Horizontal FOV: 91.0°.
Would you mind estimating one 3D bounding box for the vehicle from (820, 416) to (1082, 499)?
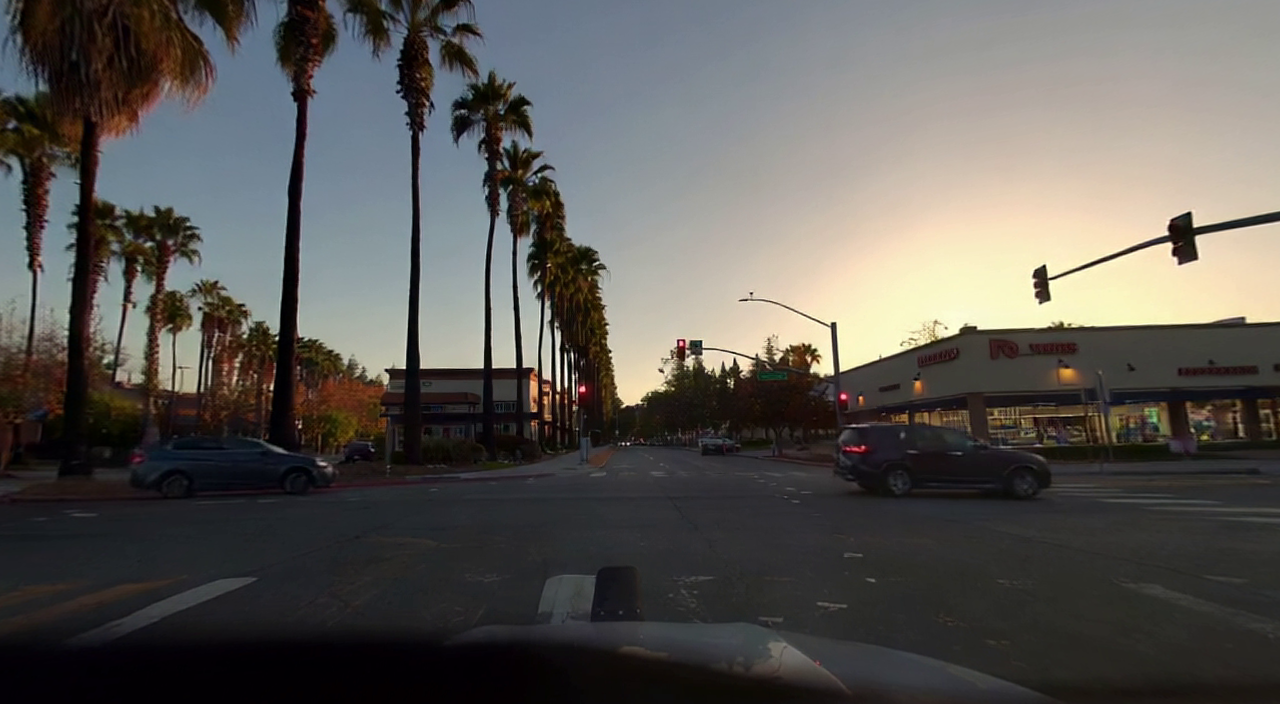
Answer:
[{"bbox_3d":[7.893,2.714,16.415,5.619,1.951,2.321,1,-8,-5],"label":"vehicle"}]

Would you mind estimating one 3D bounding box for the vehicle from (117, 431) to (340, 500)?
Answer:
[{"bbox_3d":[-11.211,3.117,17.669,4.854,1.699,2.152,4,-9,-26],"label":"vehicle"}]
